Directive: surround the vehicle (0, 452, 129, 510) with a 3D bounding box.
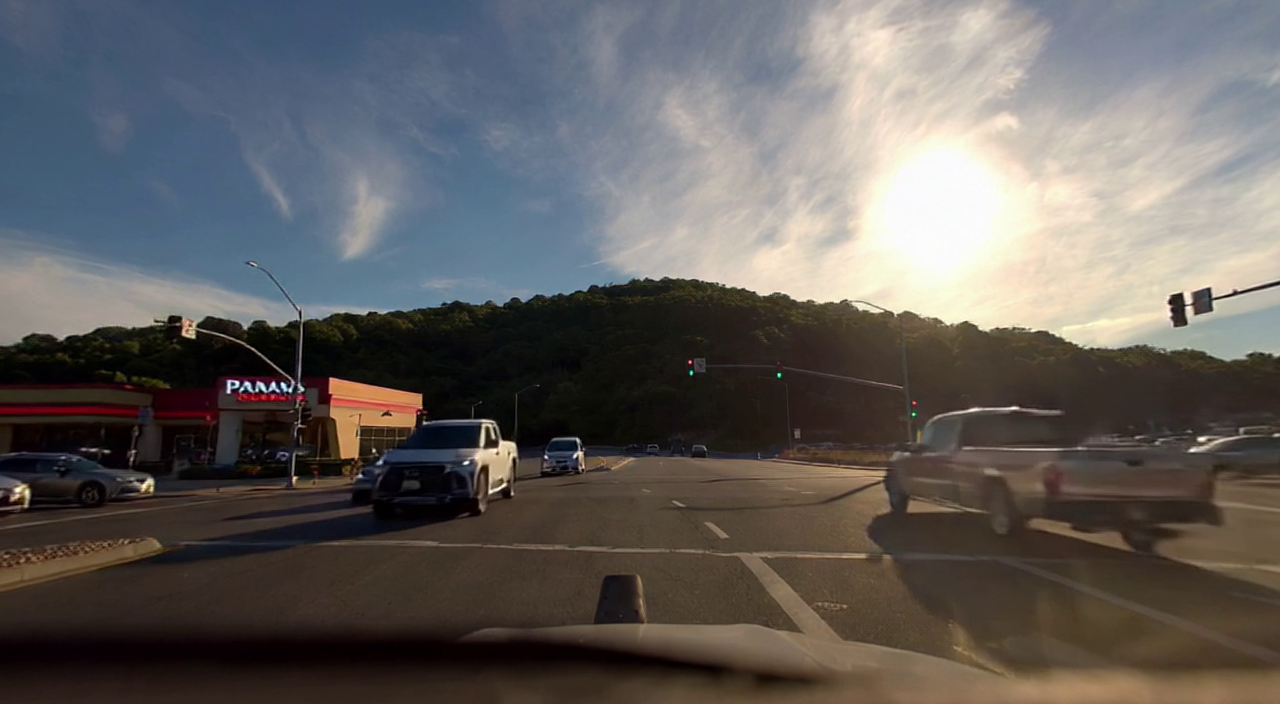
[{"bbox_3d":[-19.792,4.140,20.518,4.440,1.748,2.033,0,-9,1],"label":"vehicle"}]

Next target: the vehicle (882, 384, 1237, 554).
[{"bbox_3d":[6.495,1.904,10.862,2.388,2.201,5.139,0,-9,-2],"label":"vehicle"}]

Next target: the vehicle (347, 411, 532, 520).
[{"bbox_3d":[-4.542,2.701,15.525,2.662,2.197,5.454,0,-8,1],"label":"vehicle"}]

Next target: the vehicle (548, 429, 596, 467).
[{"bbox_3d":[-4.312,6.234,40.940,2.318,2.325,5.910,0,-8,1],"label":"vehicle"}]
